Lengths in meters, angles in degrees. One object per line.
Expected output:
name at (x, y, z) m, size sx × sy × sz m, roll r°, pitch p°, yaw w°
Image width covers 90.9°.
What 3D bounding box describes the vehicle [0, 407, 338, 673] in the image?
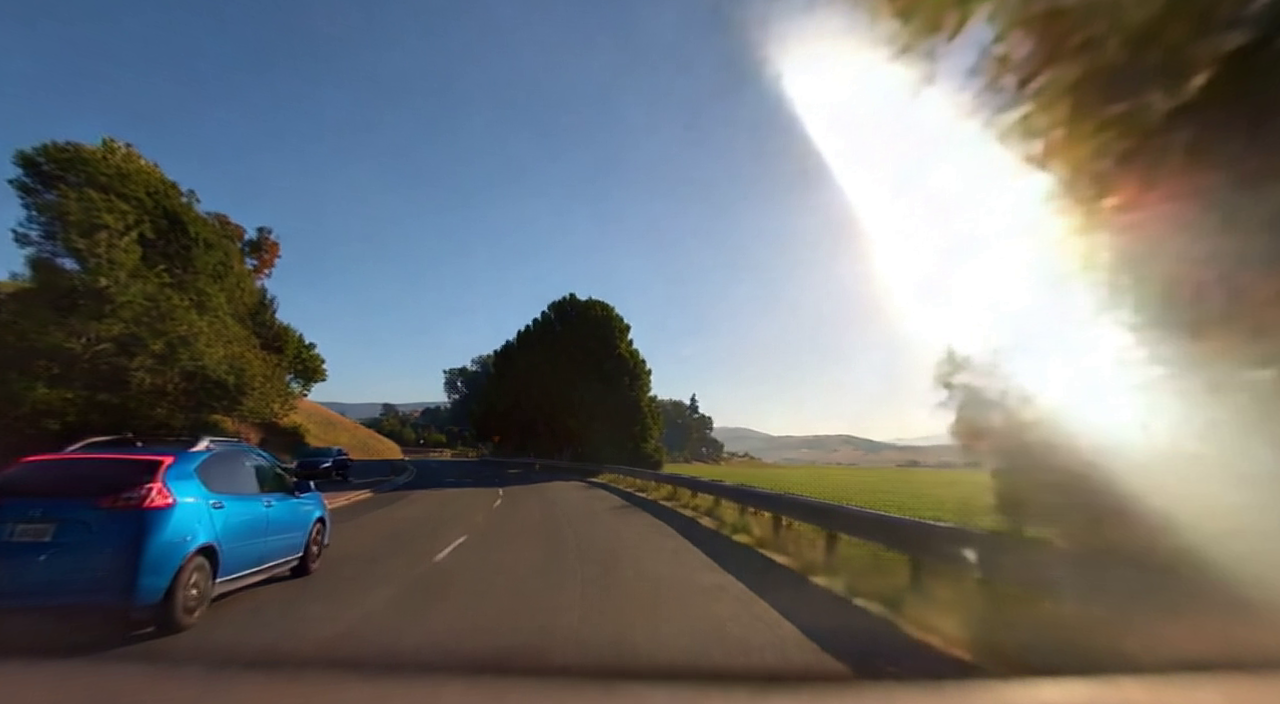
vehicle at (-4.731, 1.461, 5.839) m, size 2.078 × 1.607 × 3.959 m, roll 0°, pitch -9°, yaw -4°
